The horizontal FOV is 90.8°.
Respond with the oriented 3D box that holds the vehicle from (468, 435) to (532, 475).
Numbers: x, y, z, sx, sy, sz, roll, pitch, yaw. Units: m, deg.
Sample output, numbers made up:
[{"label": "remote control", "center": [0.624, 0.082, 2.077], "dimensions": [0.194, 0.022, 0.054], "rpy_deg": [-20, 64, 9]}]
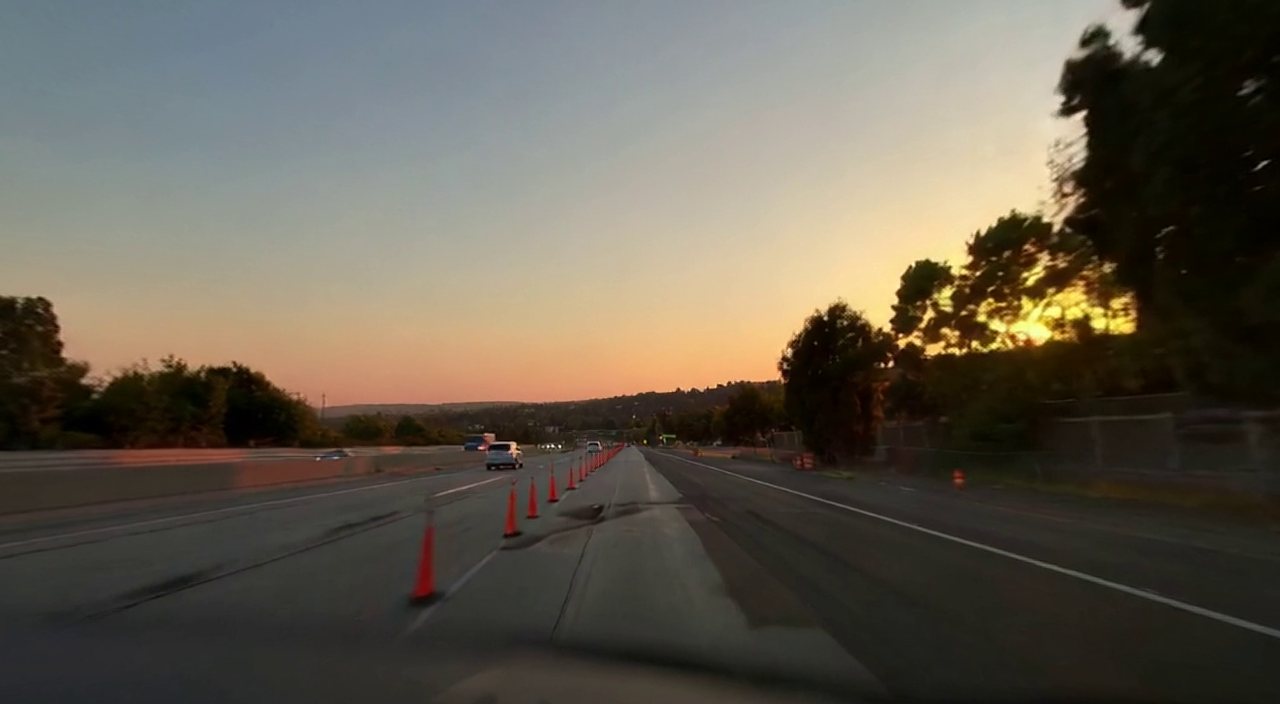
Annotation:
[{"label": "vehicle", "center": [-6.582, 4.886, 30.212], "dimensions": [2.036, 1.758, 4.529], "rpy_deg": [0, -9, -1]}]
